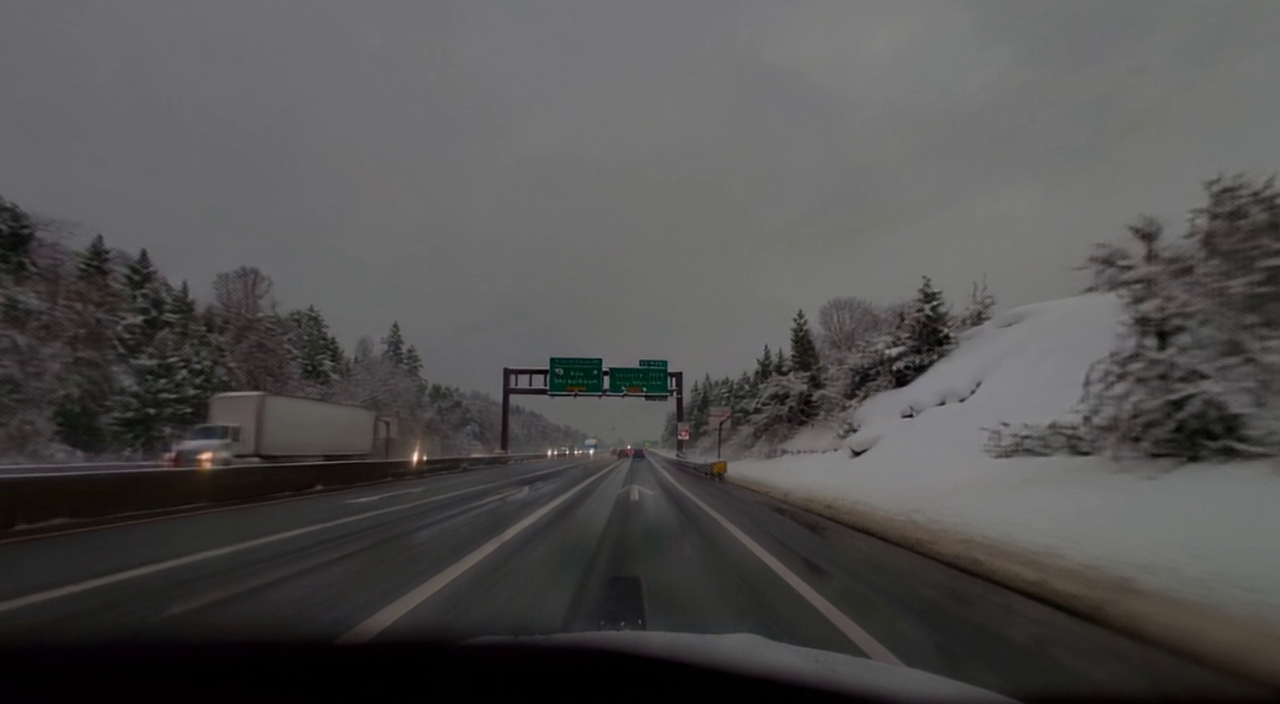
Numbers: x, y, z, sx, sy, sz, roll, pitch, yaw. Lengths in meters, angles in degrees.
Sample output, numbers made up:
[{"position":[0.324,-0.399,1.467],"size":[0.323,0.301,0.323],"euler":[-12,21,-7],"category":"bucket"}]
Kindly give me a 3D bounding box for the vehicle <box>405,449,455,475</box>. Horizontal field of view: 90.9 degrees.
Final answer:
[{"position":[-15.201,8.005,45.900],"size":[2.144,1.764,4.730],"euler":[0,-9,-2],"category":"vehicle"}]

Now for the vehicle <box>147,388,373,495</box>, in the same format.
[{"position":[-15.009,3.823,26.467],"size":[2.988,3.568,10.170],"euler":[0,-9,1],"category":"vehicle"}]
